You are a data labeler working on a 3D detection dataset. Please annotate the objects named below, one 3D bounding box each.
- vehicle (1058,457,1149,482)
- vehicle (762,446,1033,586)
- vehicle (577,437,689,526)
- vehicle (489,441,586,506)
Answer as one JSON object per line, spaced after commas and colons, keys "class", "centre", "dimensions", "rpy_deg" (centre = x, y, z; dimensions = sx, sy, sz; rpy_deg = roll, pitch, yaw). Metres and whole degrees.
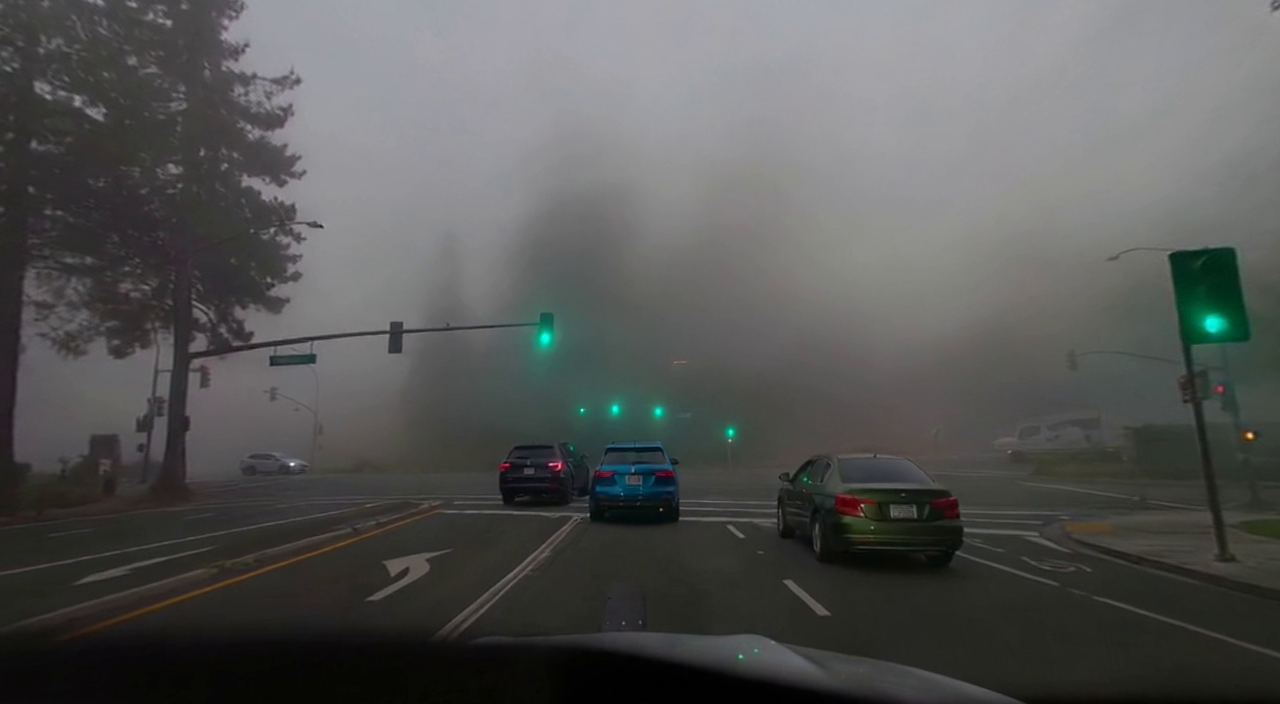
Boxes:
{"class": "vehicle", "centre": [32.954, 8.343, 44.793], "dimensions": [4.705, 1.631, 2.053], "rpy_deg": [-2, -9, 15]}
{"class": "vehicle", "centre": [3.183, 2.091, 9.012], "dimensions": [2.056, 1.468, 4.520], "rpy_deg": [0, -9, 1]}
{"class": "vehicle", "centre": [-0.103, 2.775, 14.069], "dimensions": [2.108, 1.654, 4.235], "rpy_deg": [0, -9, 1]}
{"class": "vehicle", "centre": [-2.822, 3.438, 18.223], "dimensions": [1.987, 1.633, 4.005], "rpy_deg": [0, -9, 3]}
